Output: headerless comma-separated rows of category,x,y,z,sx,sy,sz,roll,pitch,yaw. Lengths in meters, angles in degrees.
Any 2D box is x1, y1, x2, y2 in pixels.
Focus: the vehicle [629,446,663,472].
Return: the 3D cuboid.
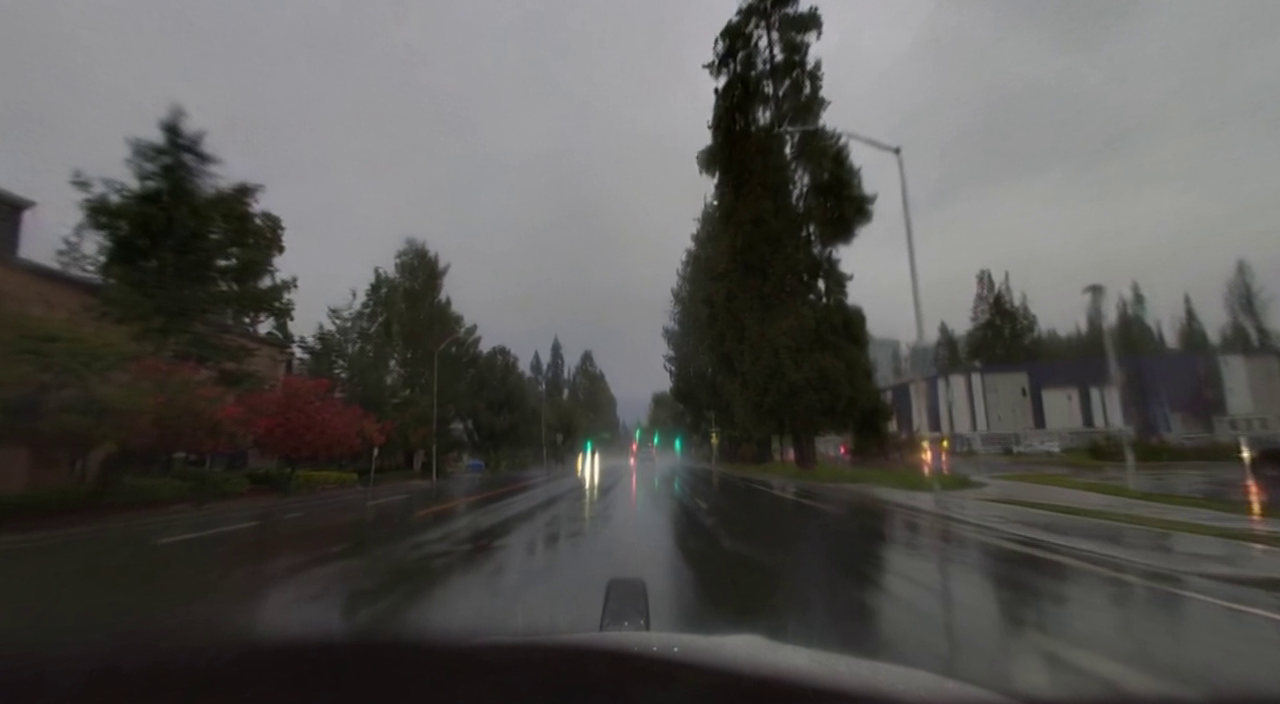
vehicle,0.398,7.263,42.839,2.200,1.653,4.127,-1,-9,1
